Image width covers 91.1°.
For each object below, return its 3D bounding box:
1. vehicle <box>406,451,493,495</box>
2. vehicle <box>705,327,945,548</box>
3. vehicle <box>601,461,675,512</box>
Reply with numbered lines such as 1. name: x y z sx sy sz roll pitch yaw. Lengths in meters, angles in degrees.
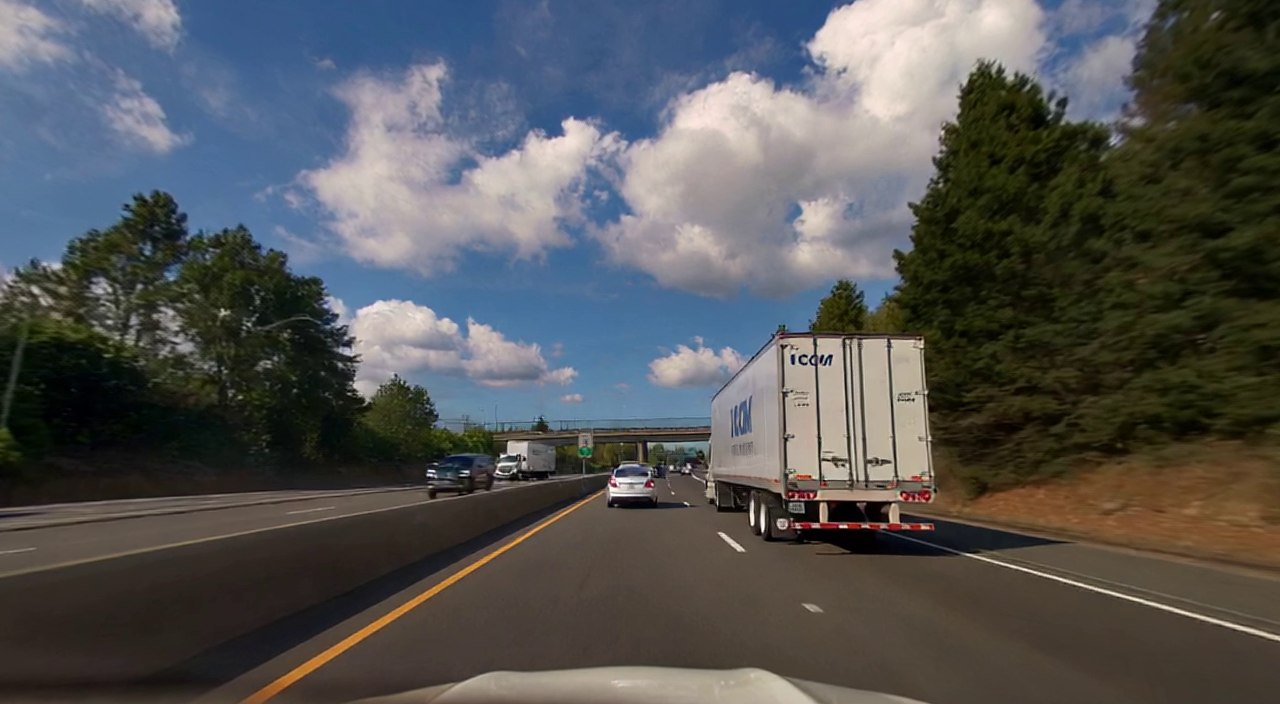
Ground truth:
1. vehicle: -8.926 5.768 30.039 2.162 1.857 5.332 0 -11 3
2. vehicle: 4.319 3.096 20.255 2.964 4.188 16.587 1 -11 1
3. vehicle: -0.059 4.292 20.278 2.156 1.444 3.762 1 -10 0
